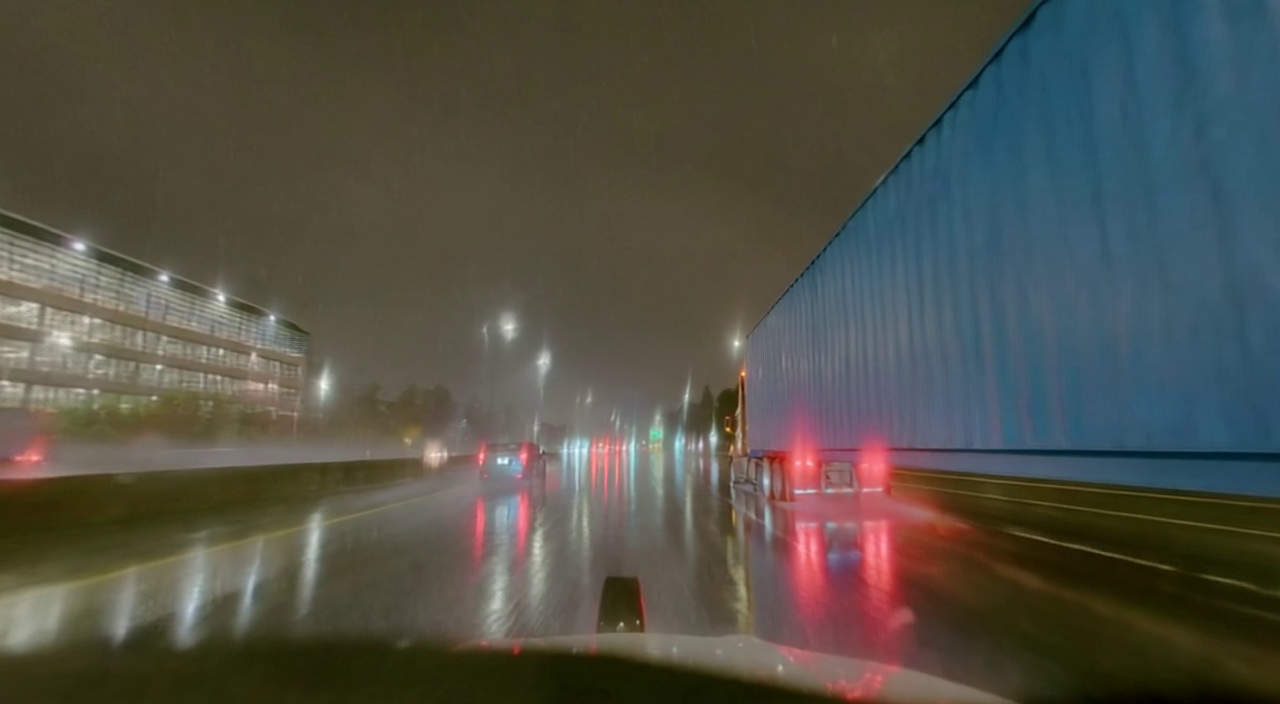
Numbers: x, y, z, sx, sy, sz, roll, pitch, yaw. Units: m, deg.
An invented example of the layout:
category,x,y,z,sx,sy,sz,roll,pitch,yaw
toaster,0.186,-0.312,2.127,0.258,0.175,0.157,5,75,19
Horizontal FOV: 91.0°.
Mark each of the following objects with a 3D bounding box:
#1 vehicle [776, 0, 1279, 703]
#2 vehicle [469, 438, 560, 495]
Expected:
category,x,y,z,sx,sy,sz,roll,pitch,yaw
vehicle,3.961,0.028,4.977,2.893,3.992,13.605,0,-9,1
vehicle,-3.675,3.432,19.188,1.954,1.528,4.010,0,-9,0
